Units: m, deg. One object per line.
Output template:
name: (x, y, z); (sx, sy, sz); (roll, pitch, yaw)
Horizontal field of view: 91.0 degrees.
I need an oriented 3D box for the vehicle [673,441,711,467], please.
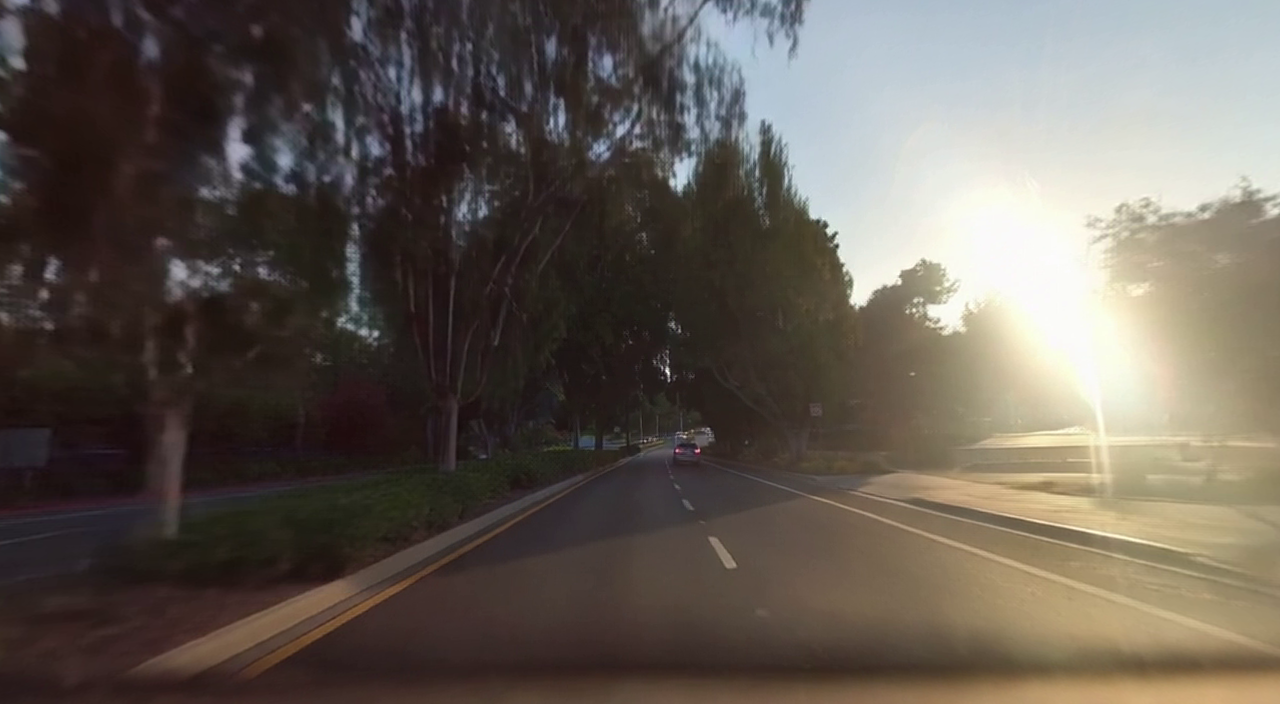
vehicle: (3.212, 6.484, 40.037); (2.044, 1.537, 4.528); (0, -8, 0)
